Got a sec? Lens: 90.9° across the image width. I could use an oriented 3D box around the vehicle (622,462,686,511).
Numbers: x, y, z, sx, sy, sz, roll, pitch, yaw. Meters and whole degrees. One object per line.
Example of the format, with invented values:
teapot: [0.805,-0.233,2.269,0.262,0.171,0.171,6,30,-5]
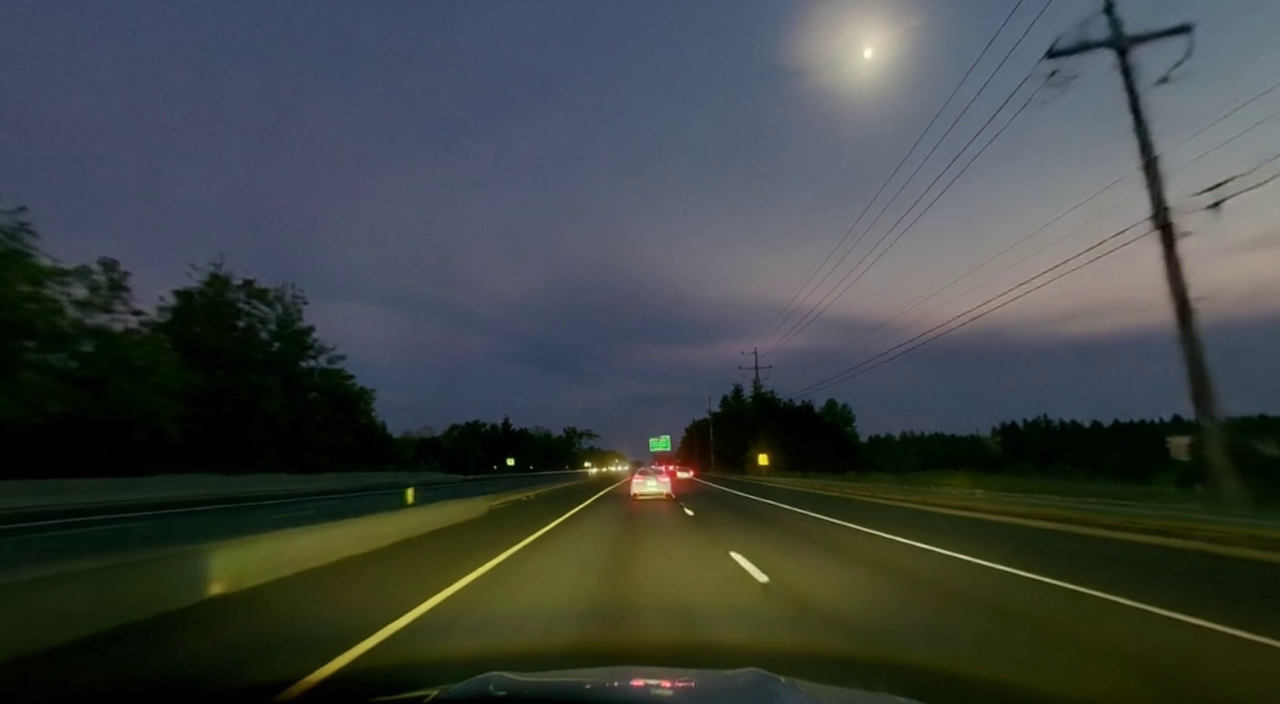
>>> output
vehicle: [0.447,4.566,21.686,1.987,1.480,3.786,1,-10,0]
